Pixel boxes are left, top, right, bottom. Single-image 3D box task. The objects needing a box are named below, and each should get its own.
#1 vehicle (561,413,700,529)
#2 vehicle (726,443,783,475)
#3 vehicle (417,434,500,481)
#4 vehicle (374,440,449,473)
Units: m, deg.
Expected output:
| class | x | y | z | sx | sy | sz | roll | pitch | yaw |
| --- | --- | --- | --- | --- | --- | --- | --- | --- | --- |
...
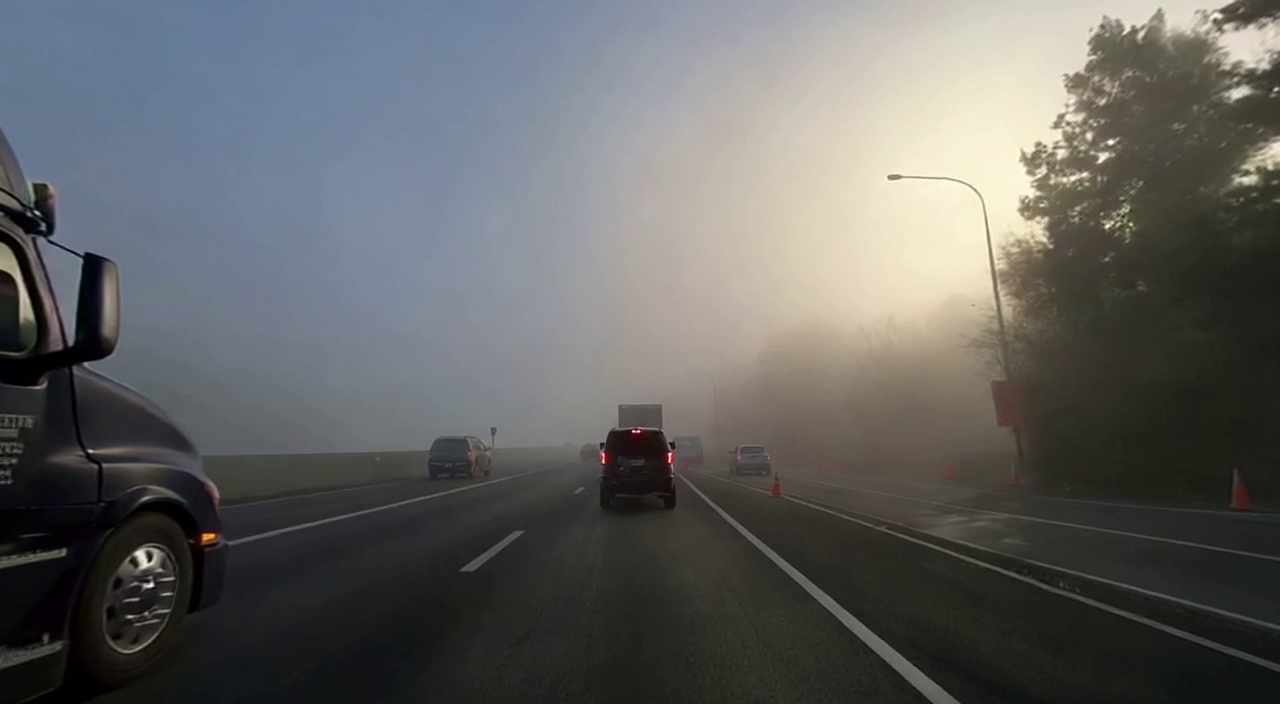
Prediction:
| class | x | y | z | sx | sy | sz | roll | pitch | yaw |
| --- | --- | --- | --- | --- | --- | --- | --- | --- | --- |
| vehicle | -0.152 | 2.152 | 11.827 | 2.152 | 1.779 | 3.924 | 0 | -9 | 0 |
| vehicle | 5.776 | 5.447 | 32.278 | 1.918 | 1.479 | 4.571 | 0 | -9 | -2 |
| vehicle | -7.198 | 4.218 | 25.534 | 1.950 | 1.716 | 4.436 | 0 | -9 | 1 |
| vehicle | -11.263 | 5.189 | 31.430 | 1.985 | 1.496 | 4.583 | 0 | -9 | 1 |
